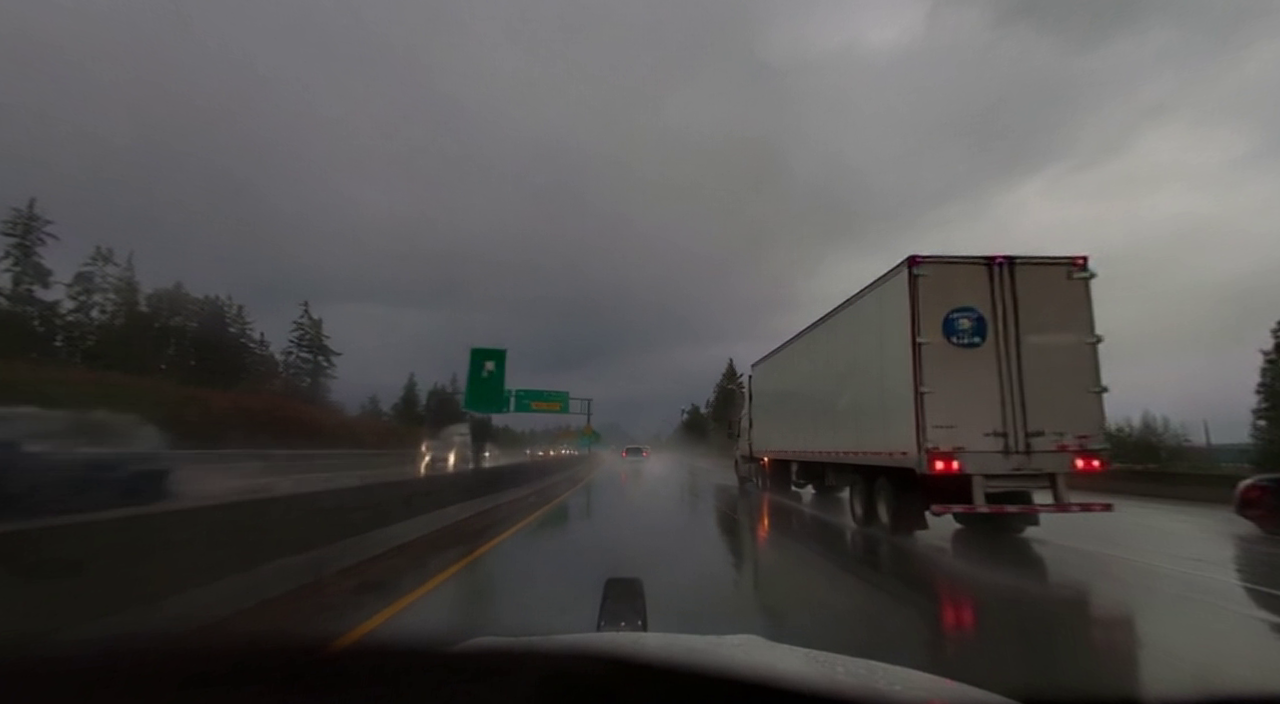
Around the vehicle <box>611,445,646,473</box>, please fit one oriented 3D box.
[{"bbox_3d":[-0.723,6.698,39.585,2.111,1.599,3.859,0,-9,-1],"label":"vehicle"}]

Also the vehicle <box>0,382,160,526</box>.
[{"bbox_3d":[-7.904,1.130,6.942,2.029,1.527,4.006,0,-9,0],"label":"vehicle"}]

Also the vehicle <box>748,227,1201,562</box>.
[{"bbox_3d":[5.078,1.514,14.487,2.890,4.006,14.039,0,-9,1],"label":"vehicle"}]

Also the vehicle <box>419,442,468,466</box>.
[{"bbox_3d":[-12.337,6.449,39.842,1.786,1.451,4.104,0,-9,-1],"label":"vehicle"}]
